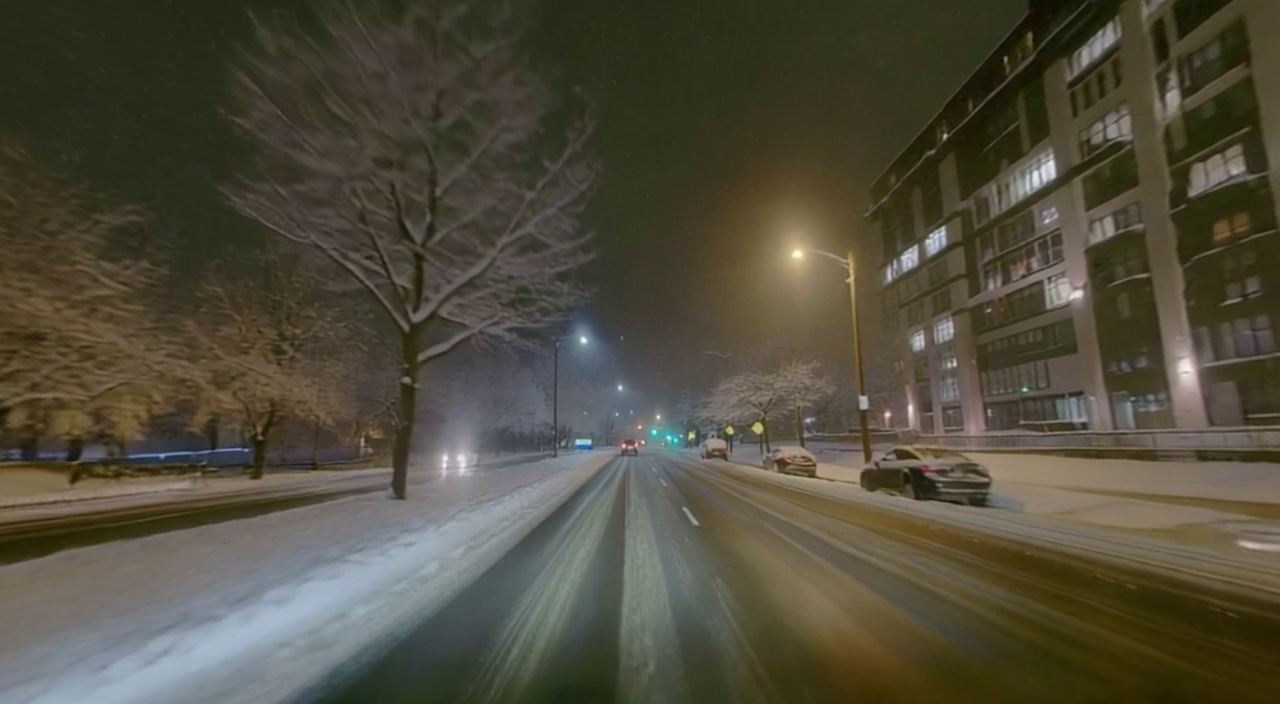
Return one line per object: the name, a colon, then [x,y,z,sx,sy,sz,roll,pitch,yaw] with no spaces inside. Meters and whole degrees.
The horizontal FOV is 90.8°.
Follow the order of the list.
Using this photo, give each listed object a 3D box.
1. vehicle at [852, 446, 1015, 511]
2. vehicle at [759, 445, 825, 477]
vehicle: [7.424,3.204,16.639,1.991,1.446,4.685,0,-8,-1]
vehicle: [7.390,5.331,31.163,2.024,1.447,4.665,0,-9,-1]
